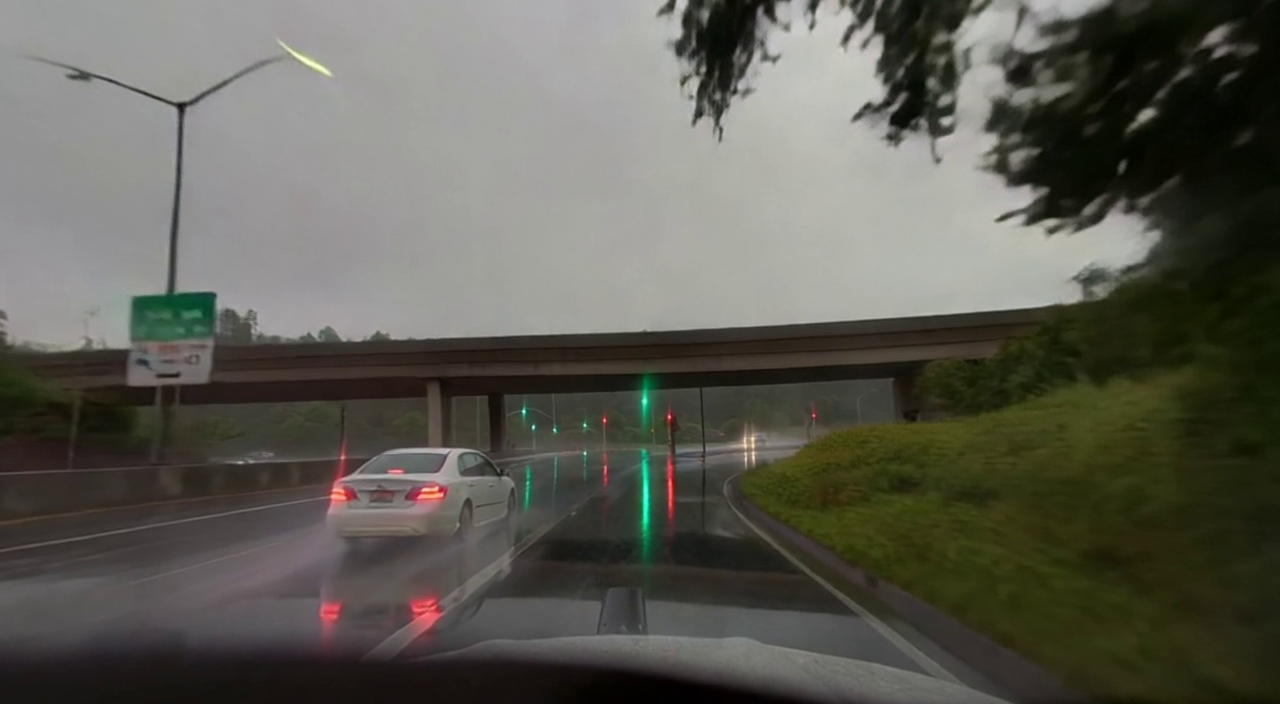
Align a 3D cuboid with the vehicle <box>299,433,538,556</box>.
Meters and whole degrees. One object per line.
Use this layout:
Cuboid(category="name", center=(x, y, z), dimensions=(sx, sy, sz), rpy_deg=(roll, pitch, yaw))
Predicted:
Cuboid(category="vehicle", center=(-3.049, 2.076, 9.940), dimensions=(1.963, 1.460, 4.614), rpy_deg=(0, -9, 2))
